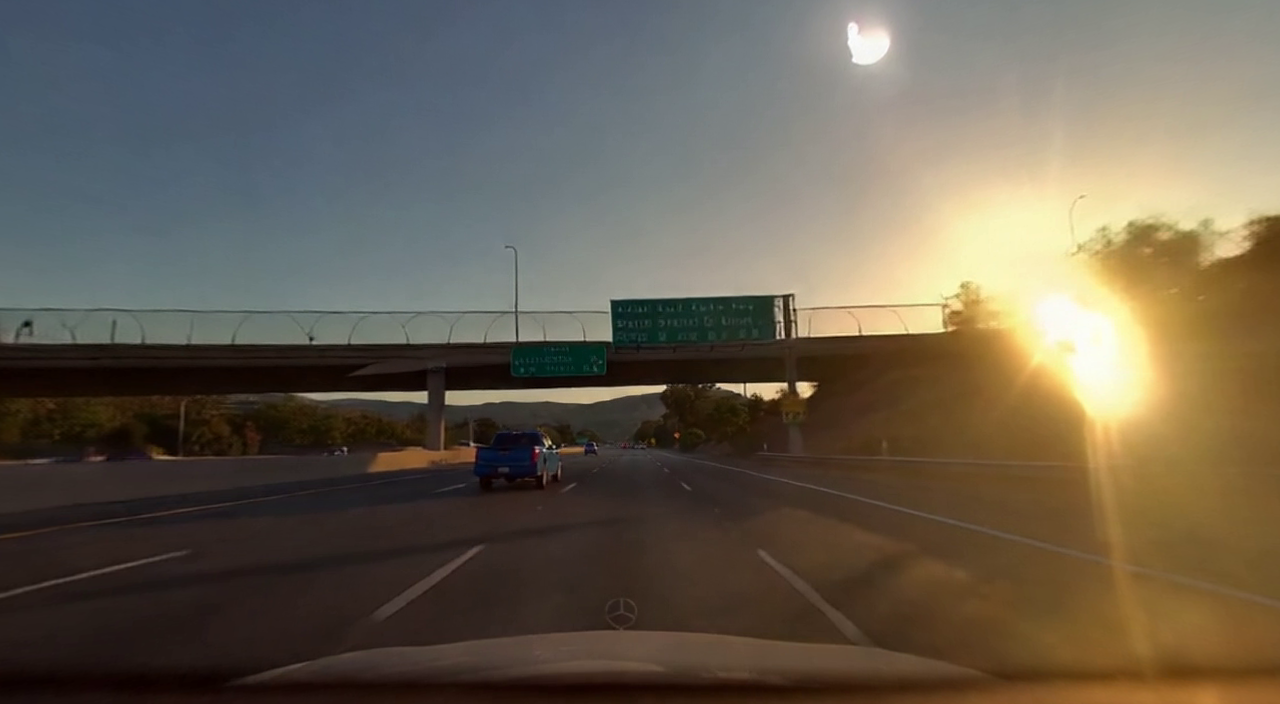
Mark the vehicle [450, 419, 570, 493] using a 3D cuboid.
[{"bbox_3d":[-3.937,3.307,20.506,2.529,2.003,5.904,0,-8,1],"label":"vehicle"}]

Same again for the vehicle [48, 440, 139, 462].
[{"bbox_3d":[-29.162,5.286,33.859,1.715,1.071,3.638,1,-7,-2],"label":"vehicle"}]
